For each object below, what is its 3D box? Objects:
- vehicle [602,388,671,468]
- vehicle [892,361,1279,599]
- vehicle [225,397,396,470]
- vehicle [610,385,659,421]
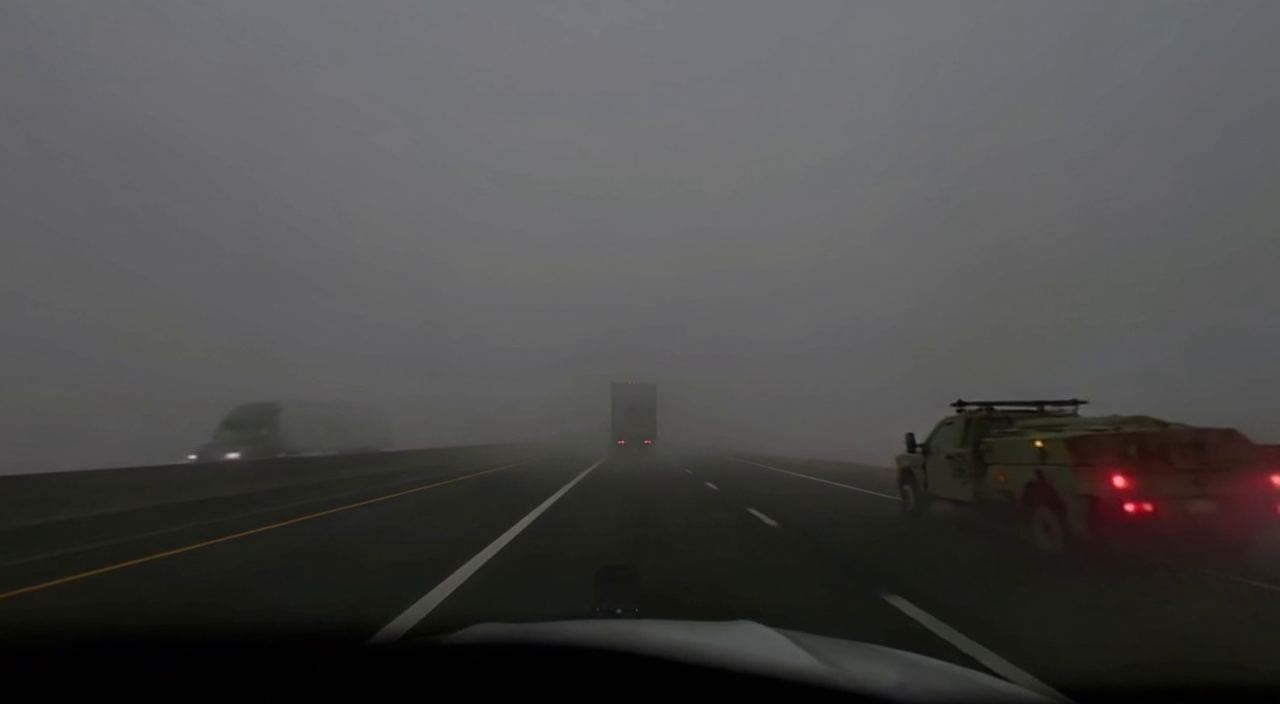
[{"bbox_3d":[-0.358,4.063,33.768,2.953,3.406,13.372,1,-7,-2],"label":"vehicle"},{"bbox_3d":[4.939,1.284,7.223,2.091,1.829,4.625,0,-8,-1],"label":"vehicle"},{"bbox_3d":[-18.209,4.745,36.477,2.989,3.480,12.878,0,-8,0],"label":"vehicle"},{"bbox_3d":[-0.259,2.475,29.594,2.112,1.472,4.240,0,-8,0],"label":"vehicle"}]
